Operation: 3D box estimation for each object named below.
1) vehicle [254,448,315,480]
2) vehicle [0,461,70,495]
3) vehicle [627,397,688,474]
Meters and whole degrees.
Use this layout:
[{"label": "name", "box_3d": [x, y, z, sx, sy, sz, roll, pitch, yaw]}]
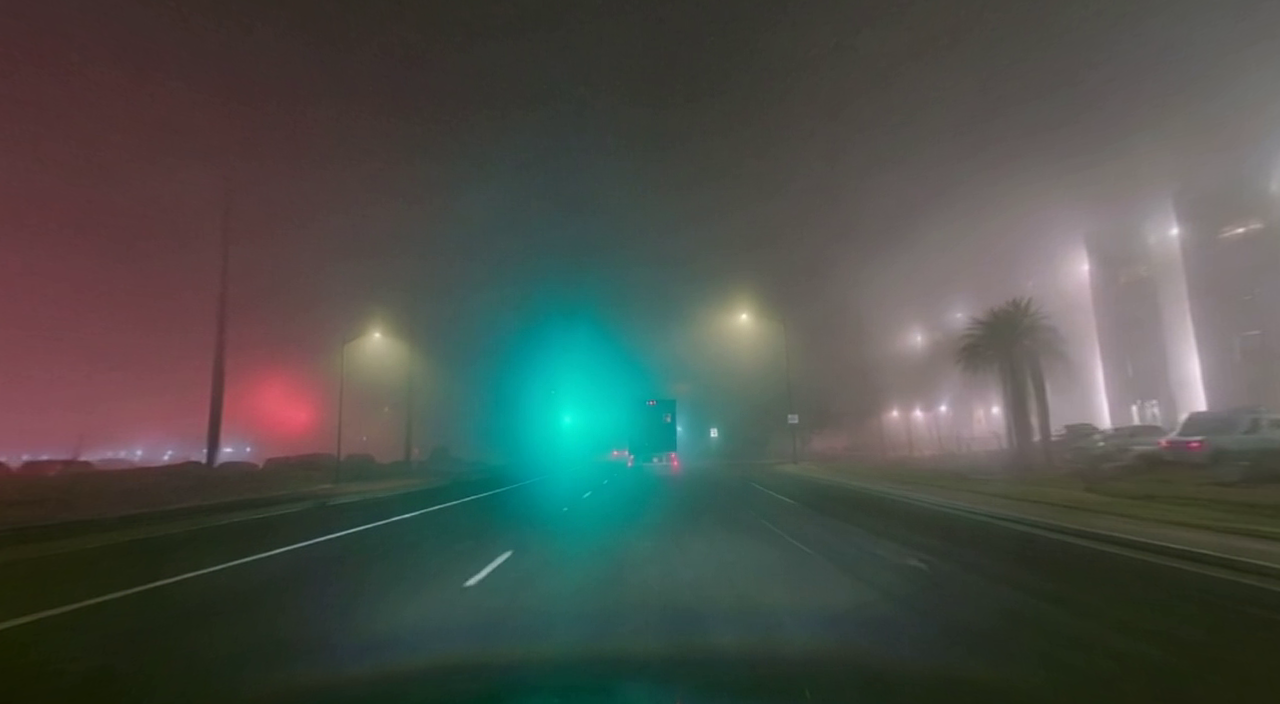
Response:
[{"label": "vehicle", "box_3d": [-24.723, 7.801, 43.835, 1.715, 2.103, 3.719, -1, -9, 7]}, {"label": "vehicle", "box_3d": [-33.756, 6.828, 33.895, 4.128, 1.603, 1.853, -3, -9, 1]}, {"label": "vehicle", "box_3d": [0.780, 5.170, 38.212, 2.992, 3.949, 11.815, 0, -9, -2]}]
